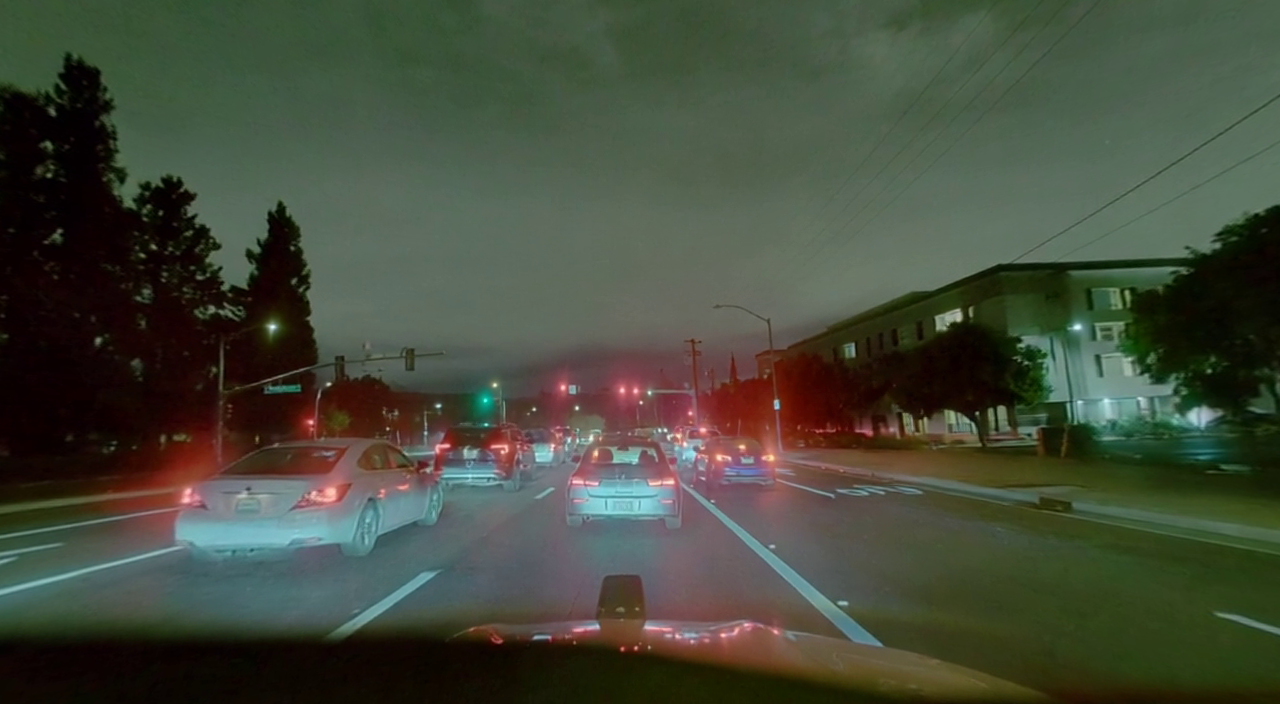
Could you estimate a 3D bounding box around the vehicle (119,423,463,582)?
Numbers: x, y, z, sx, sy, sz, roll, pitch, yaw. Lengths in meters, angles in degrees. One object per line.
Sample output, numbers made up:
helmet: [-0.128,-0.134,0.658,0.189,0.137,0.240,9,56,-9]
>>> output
vehicle: [-3.859,1.722,8.063,1.985,1.467,4.224,0,-8,0]

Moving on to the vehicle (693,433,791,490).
vehicle: [2.841,3.182,18.702,1.978,1.452,4.381,0,-8,-3]

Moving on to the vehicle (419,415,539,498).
vehicle: [-4.024,2.703,16.643,2.054,1.881,4.469,0,-8,-1]

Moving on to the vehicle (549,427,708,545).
vehicle: [-0.215,2.002,10.111,2.007,1.467,4.059,0,-8,-2]
